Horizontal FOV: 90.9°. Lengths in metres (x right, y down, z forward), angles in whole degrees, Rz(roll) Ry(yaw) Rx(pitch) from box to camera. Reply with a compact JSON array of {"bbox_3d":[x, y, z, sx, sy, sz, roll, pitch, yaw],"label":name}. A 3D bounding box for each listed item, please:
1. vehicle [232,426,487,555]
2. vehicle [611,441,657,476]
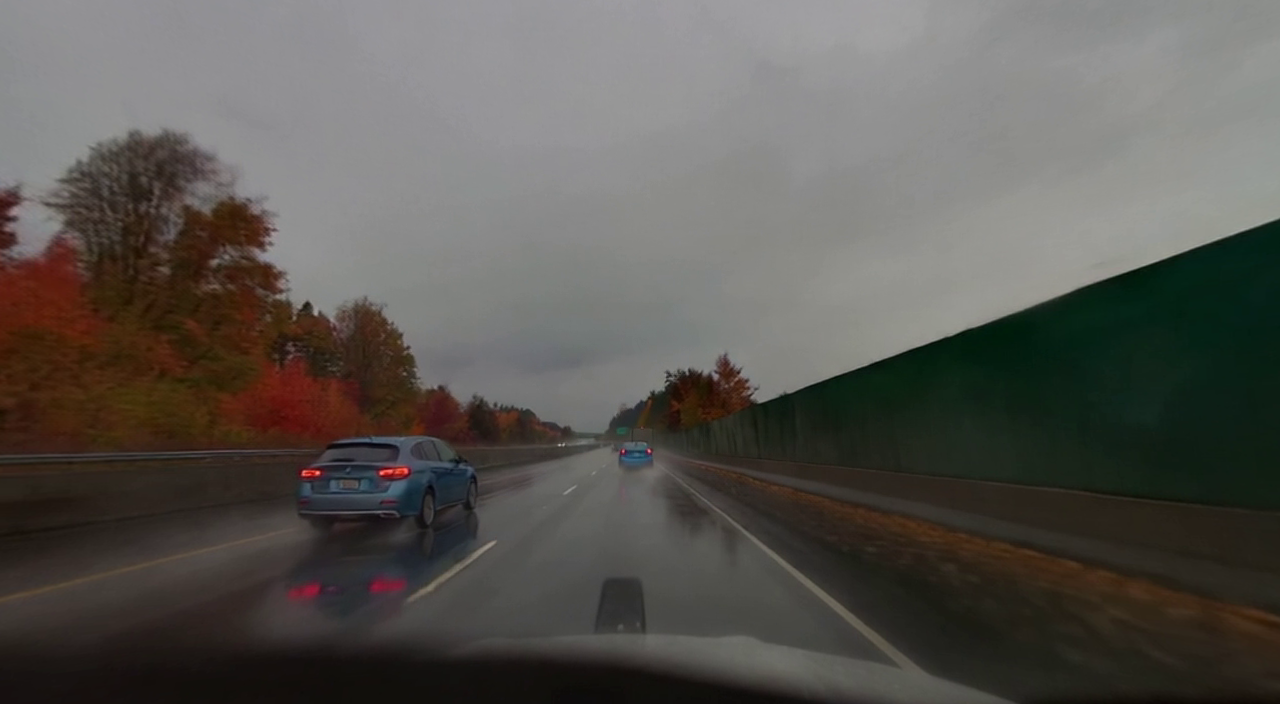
[{"bbox_3d":[-3.907,1.988,9.753,2.054,1.536,4.128,0,-8,0],"label":"vehicle"},{"bbox_3d":[-0.293,5.024,30.010,2.057,1.516,4.065,0,-8,-1],"label":"vehicle"}]
